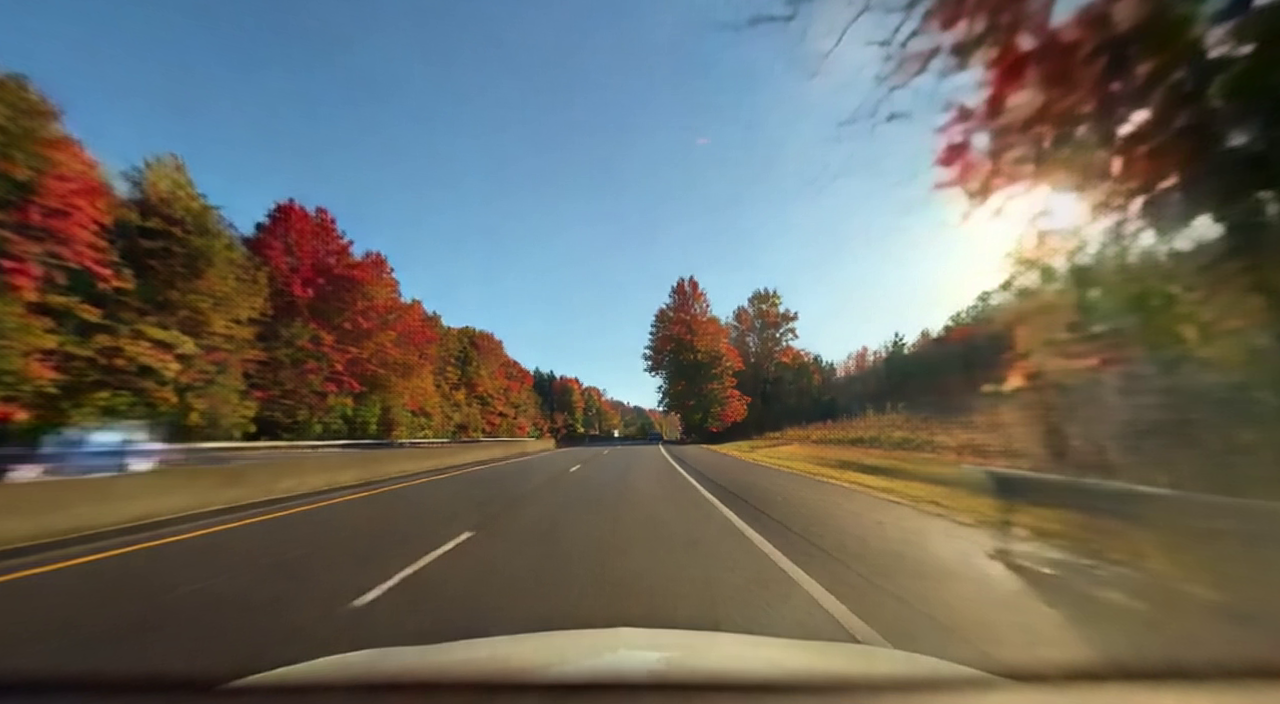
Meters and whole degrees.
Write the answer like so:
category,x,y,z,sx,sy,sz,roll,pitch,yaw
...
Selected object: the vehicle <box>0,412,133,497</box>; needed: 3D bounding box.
category,x,y,z,sx,sy,sz,roll,pitch,yaw
vehicle,-14.608,2.318,14.429,1.987,1.808,4.699,0,-8,0
